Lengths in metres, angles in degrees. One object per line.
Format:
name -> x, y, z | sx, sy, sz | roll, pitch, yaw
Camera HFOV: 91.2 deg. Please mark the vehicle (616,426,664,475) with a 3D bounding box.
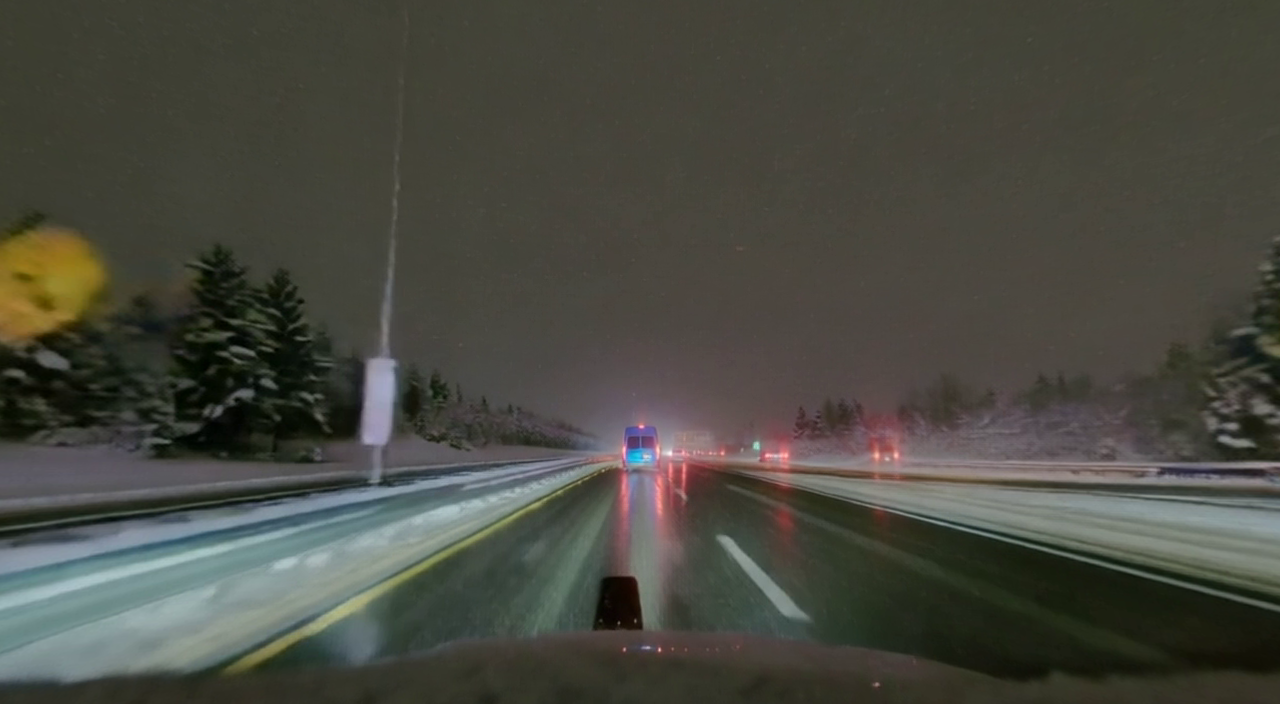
vehicle -> 0.018, 5.714, 36.392 | 2.560, 2.598, 5.581 | 0, -9, 0
